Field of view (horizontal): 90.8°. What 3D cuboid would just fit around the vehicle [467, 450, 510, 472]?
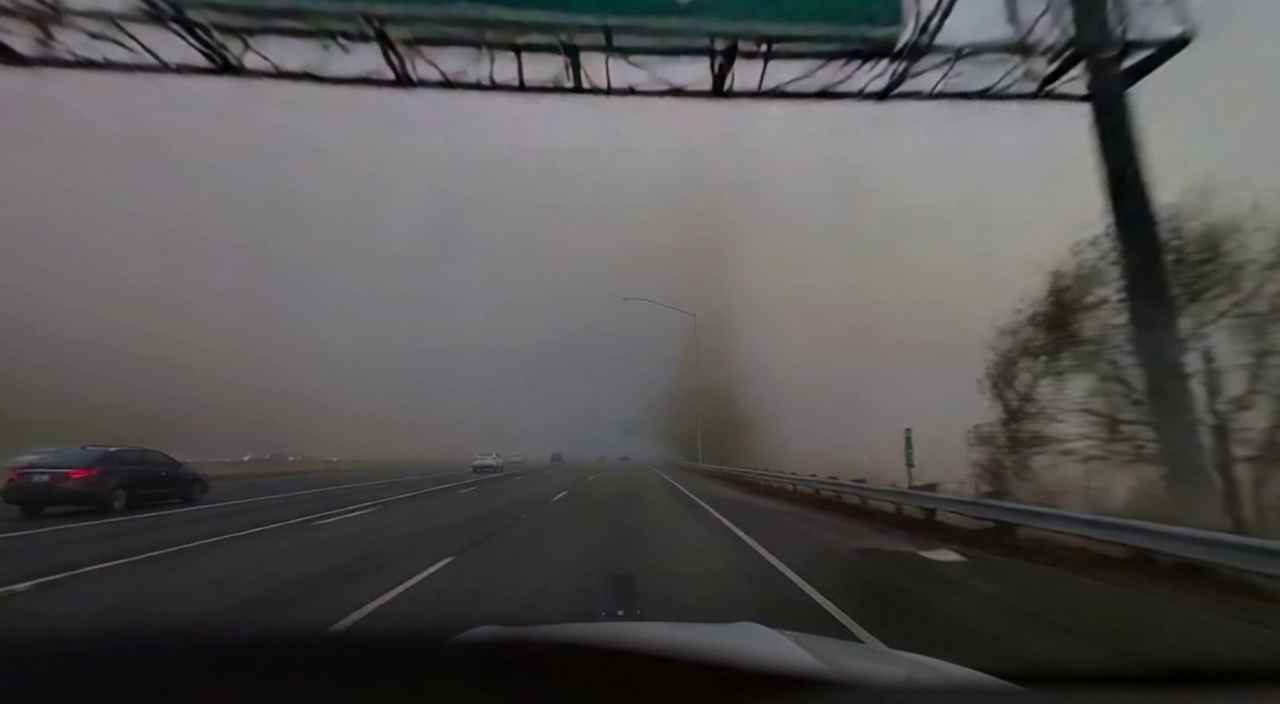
[{"bbox_3d":[-10.850,7.820,45.526,2.271,1.537,4.029,0,-9,-2],"label":"vehicle"}]

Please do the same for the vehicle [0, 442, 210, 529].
[{"bbox_3d":[-11.631,2.737,13.573,1.829,1.520,4.505,0,-9,-4],"label":"vehicle"}]
